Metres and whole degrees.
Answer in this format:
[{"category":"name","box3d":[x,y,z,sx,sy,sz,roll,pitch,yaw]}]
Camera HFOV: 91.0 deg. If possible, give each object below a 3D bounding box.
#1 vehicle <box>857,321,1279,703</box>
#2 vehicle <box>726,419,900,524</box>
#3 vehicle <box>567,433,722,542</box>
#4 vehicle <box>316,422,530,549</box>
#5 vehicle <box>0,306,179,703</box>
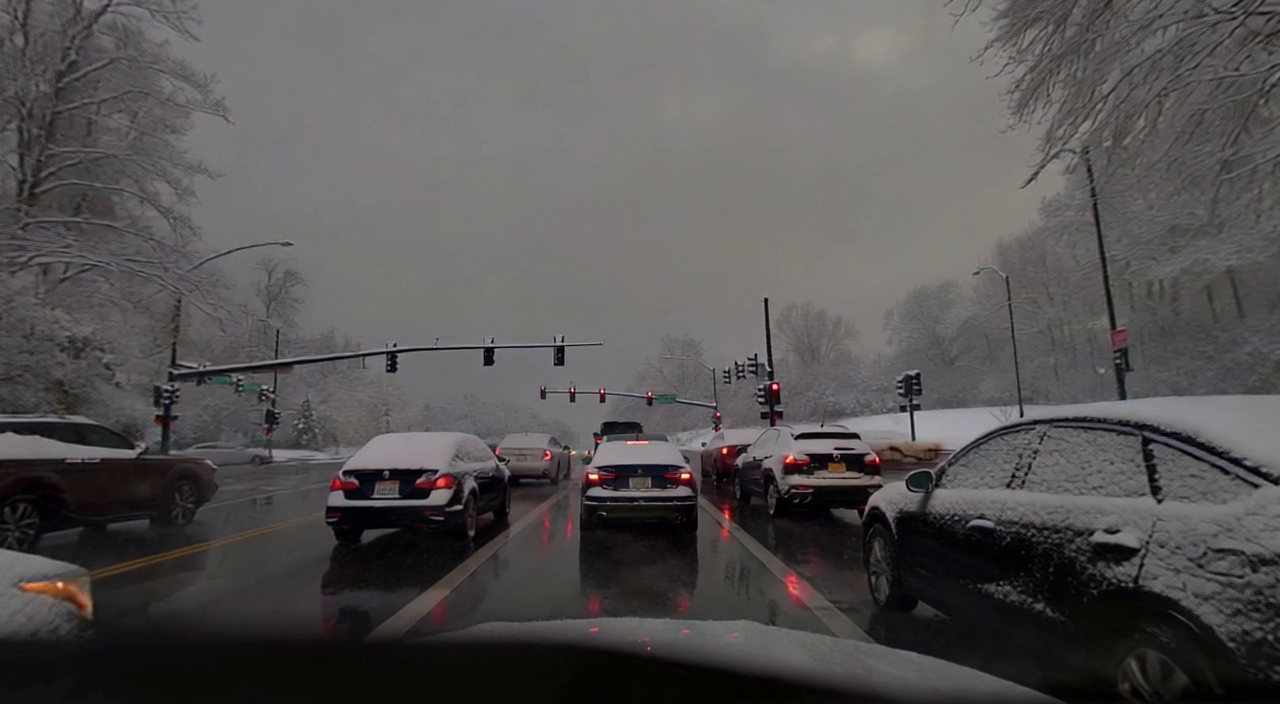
[{"category":"vehicle","box3d":[3.147,0.987,3.746,2.074,1.685,4.387,0,-8,-1]},{"category":"vehicle","box3d":[3.075,2.228,12.248,2.106,1.667,4.101,0,-8,-1]},{"category":"vehicle","box3d":[-0.006,2.101,10.420,2.076,1.438,3.770,0,-8,-2]},{"category":"vehicle","box3d":[-3.068,1.973,10.014,1.896,1.546,4.378,0,-8,-1]},{"category":"vehicle","box3d":[-3.207,0.496,0.605,2.079,1.756,4.676,0,-8,-2]}]
